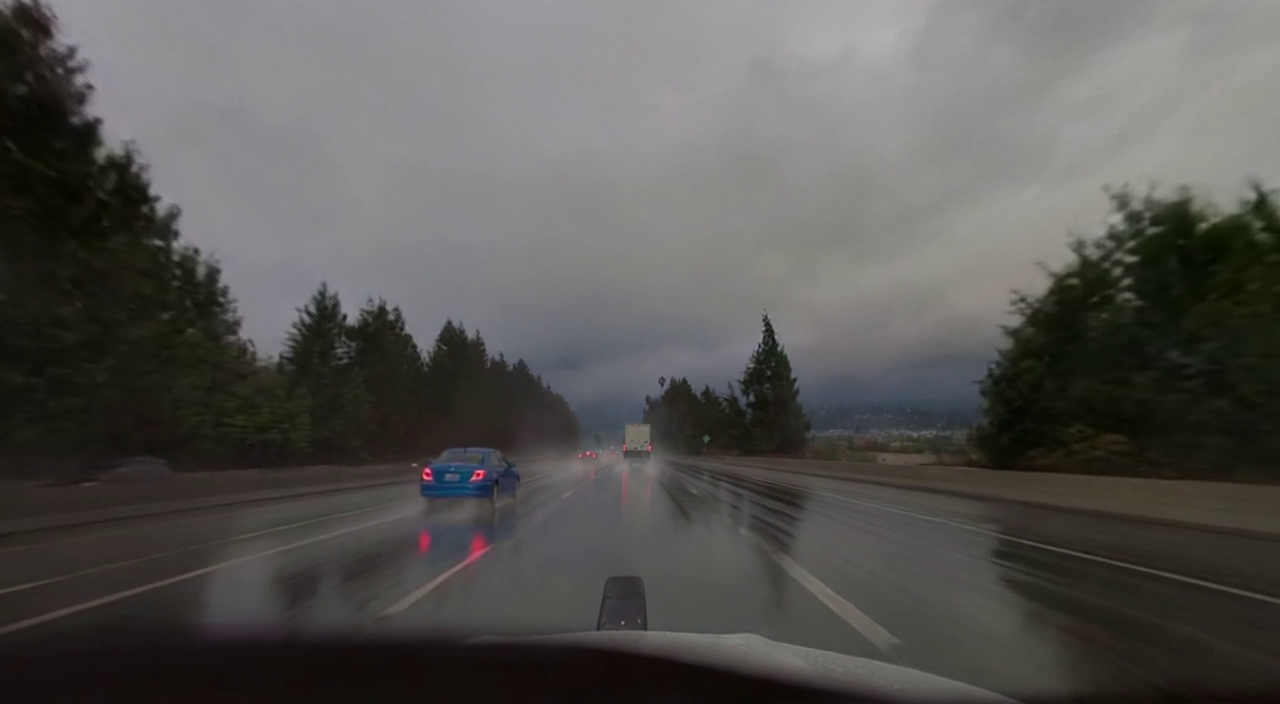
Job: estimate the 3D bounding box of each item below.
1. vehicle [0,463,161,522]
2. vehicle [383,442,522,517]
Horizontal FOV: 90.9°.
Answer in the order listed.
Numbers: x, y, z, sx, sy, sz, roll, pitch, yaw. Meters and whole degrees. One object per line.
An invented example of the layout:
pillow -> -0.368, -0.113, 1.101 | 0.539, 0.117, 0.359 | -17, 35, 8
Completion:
vehicle -> -18.114, 4.433, 20.374 | 1.980, 1.580, 3.988 | 0, -9, 1
vehicle -> -4.232, 2.933, 15.078 | 1.916, 1.506, 4.476 | 0, -9, 1
